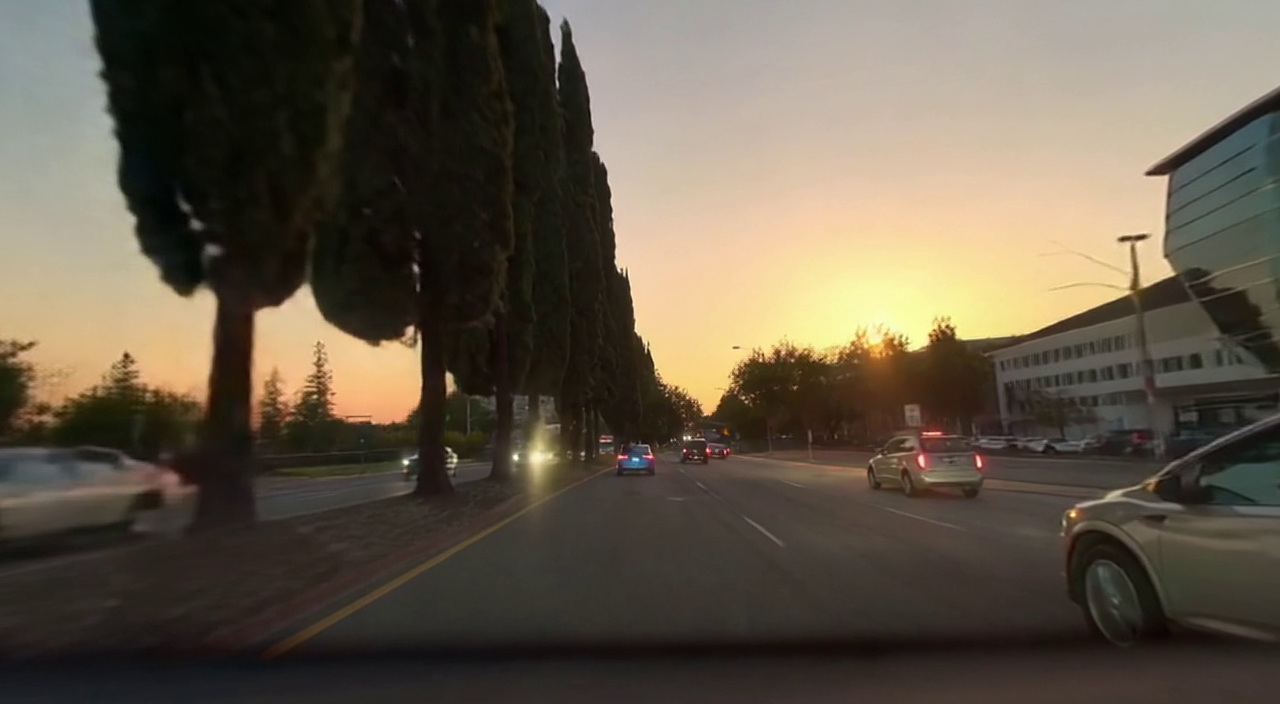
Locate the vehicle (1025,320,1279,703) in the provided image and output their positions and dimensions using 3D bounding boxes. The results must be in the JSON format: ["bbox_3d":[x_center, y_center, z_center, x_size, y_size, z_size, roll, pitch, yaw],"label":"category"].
[{"bbox_3d":[3.484,0.652,1.635,2.090,1.763,4.560,0,-9,1],"label":"vehicle"}]

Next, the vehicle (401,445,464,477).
[{"bbox_3d":[-11.922,6.285,36.418,2.021,1.712,4.469,0,-9,2],"label":"vehicle"}]

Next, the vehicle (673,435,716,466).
[{"bbox_3d":[3.994,7.335,46.810,2.716,2.131,5.766,0,-9,0],"label":"vehicle"}]

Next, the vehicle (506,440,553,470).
[{"bbox_3d":[-7.748,7.266,44.554,2.262,1.920,5.604,0,-9,1],"label":"vehicle"}]

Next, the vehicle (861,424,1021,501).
[{"bbox_3d":[7.781,2.907,16.844,2.090,1.768,4.407,0,-9,0],"label":"vehicle"}]

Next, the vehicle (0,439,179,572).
[{"bbox_3d":[-8.764,1.922,8.028,2.082,1.588,4.710,0,-9,1],"label":"vehicle"}]

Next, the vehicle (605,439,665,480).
[{"bbox_3d":[-0.163,4.493,26.479,2.315,1.563,4.080,0,-9,1],"label":"vehicle"}]
